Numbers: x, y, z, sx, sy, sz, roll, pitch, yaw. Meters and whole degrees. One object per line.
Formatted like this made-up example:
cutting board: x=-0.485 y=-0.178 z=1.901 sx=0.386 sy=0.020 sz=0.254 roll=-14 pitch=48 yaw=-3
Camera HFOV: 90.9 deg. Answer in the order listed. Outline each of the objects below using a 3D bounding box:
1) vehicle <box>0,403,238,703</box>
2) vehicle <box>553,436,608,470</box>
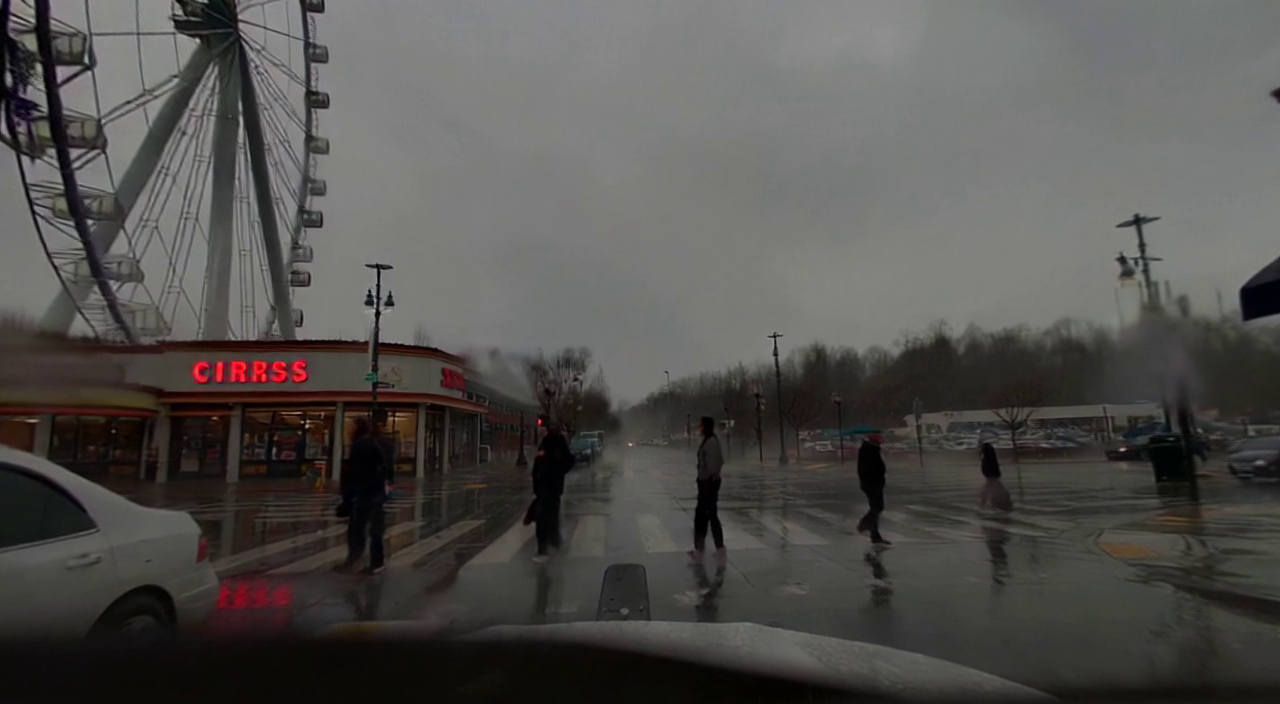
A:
vehicle: x=-3.366 y=0.787 z=1.188 sx=1.940 sy=1.505 sz=4.676 roll=-1 pitch=-9 yaw=3
vehicle: x=-3.914 y=6.401 z=40.240 sx=2.549 sy=2.000 sz=5.699 roll=2 pitch=-9 yaw=-15
